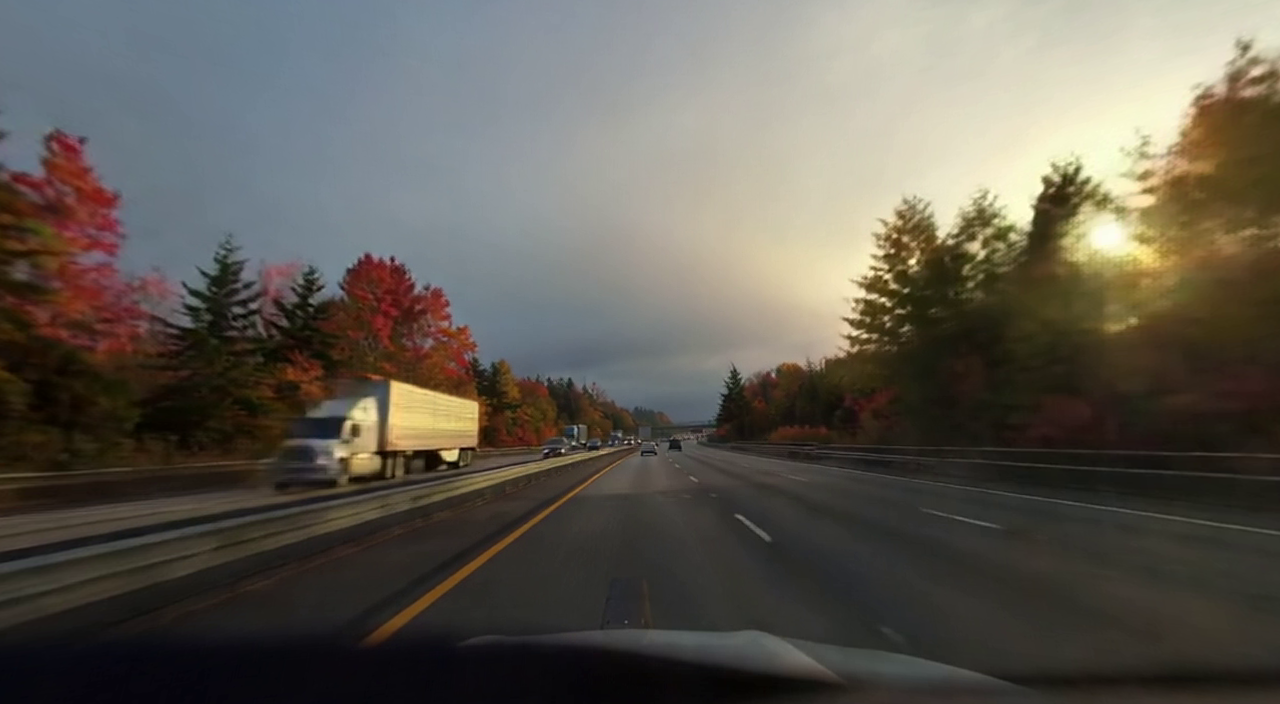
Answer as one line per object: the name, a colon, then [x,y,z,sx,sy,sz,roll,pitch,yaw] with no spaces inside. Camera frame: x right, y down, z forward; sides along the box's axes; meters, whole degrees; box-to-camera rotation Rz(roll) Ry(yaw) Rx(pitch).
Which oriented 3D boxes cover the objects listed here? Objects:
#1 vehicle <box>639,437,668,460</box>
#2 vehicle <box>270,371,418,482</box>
vehicle: [0.874,6.663,43.593,1.924,1.498,3.817,0,-8,0]
vehicle: [-11.566,3.058,25.359,2.945,3.941,6.037,0,-8,-1]
